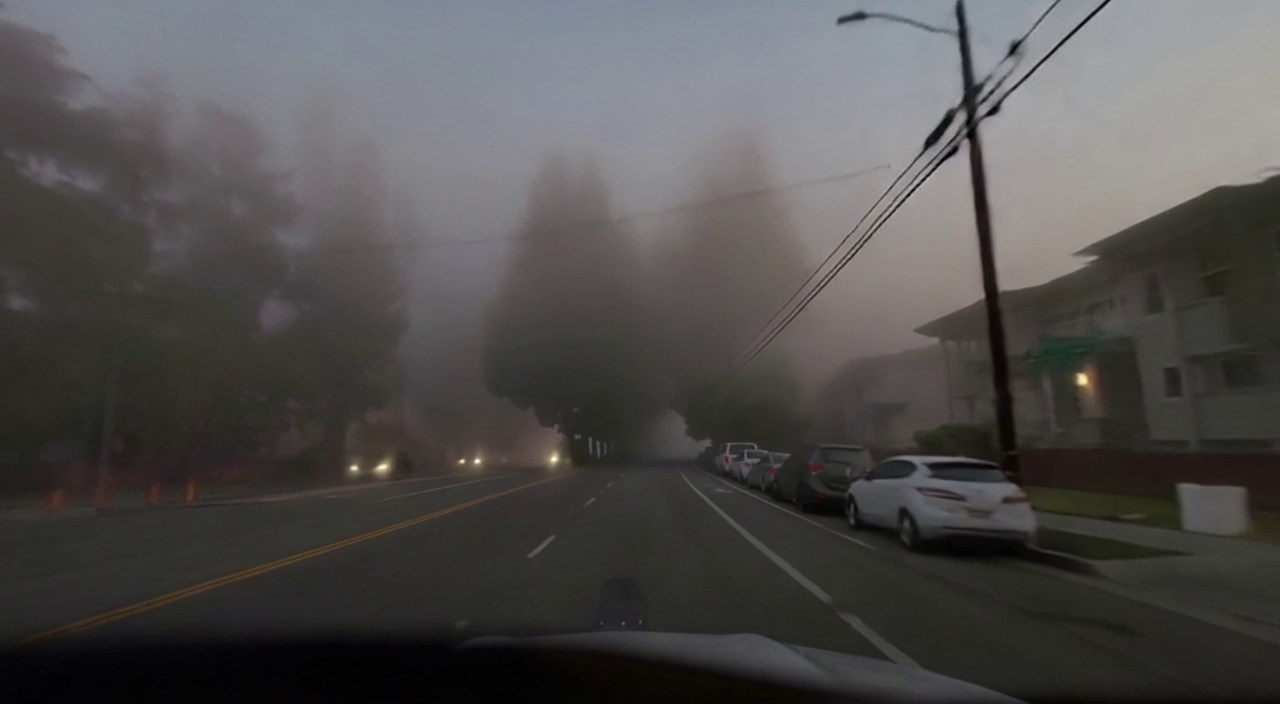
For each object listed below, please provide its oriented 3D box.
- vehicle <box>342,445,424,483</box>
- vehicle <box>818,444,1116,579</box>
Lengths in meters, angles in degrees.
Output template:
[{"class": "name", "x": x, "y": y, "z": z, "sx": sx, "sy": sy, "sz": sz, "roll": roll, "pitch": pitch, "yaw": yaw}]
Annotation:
[{"class": "vehicle", "x": -12.817, "y": 5.582, "z": 31.821, "sx": 2.045, "sy": 1.712, "sz": 4.511, "roll": -1, "pitch": -8, "yaw": 3}, {"class": "vehicle", "x": 4.174, "y": 2.059, "z": 9.162, "sx": 1.833, "sy": 1.399, "sz": 4.727, "roll": 0, "pitch": -8, "yaw": 1}]
